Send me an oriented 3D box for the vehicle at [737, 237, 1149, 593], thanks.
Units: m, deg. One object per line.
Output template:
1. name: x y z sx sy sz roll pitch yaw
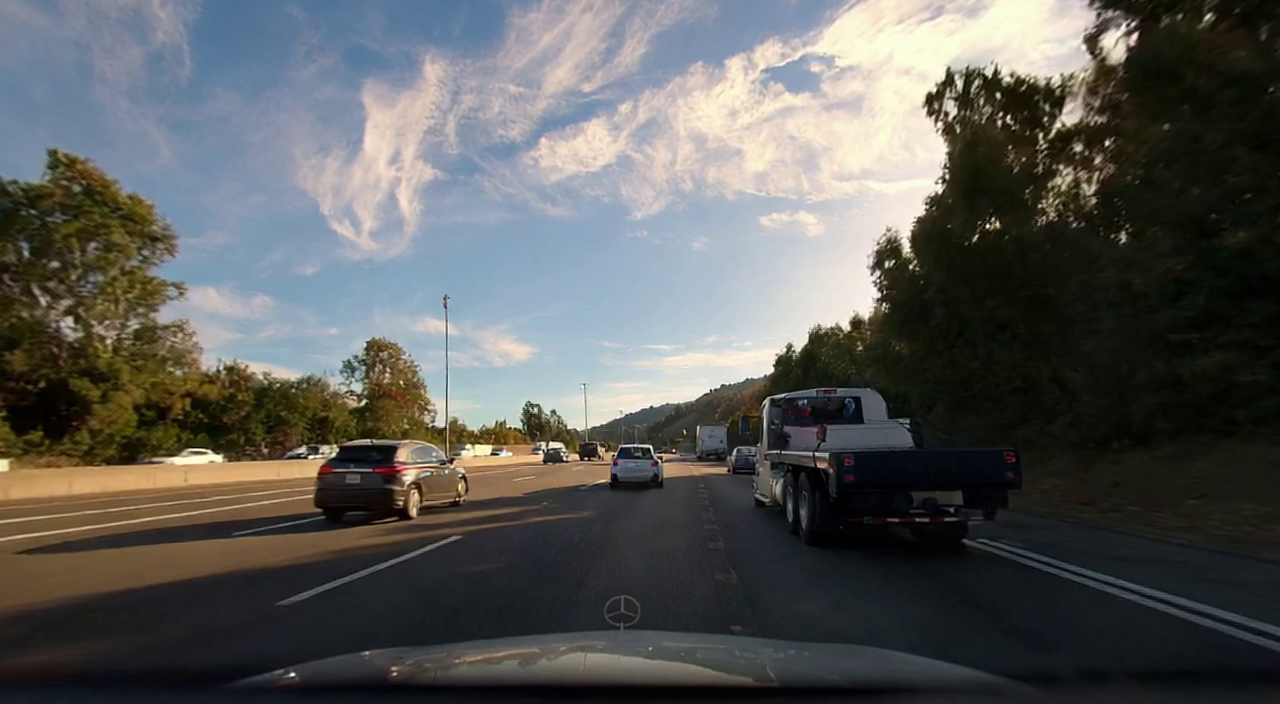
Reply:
1. vehicle: 3.577 1.205 10.608 2.836 3.508 8.723 0 -9 2

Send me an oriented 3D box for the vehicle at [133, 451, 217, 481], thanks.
1. vehicle: -23.216 5.660 31.669 1.480 1.368 3.325 -1 -9 5

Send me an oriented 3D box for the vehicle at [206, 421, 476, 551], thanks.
1. vehicle: -4.617 2.134 10.827 1.988 1.696 4.754 -1 -9 5

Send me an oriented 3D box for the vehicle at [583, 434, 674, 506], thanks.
1. vehicle: -0.161 3.208 17.658 2.103 1.717 4.399 -1 -9 5

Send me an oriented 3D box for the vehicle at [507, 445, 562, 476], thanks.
1. vehicle: -5.907 6.112 35.869 1.958 1.633 4.568 -1 -9 5
